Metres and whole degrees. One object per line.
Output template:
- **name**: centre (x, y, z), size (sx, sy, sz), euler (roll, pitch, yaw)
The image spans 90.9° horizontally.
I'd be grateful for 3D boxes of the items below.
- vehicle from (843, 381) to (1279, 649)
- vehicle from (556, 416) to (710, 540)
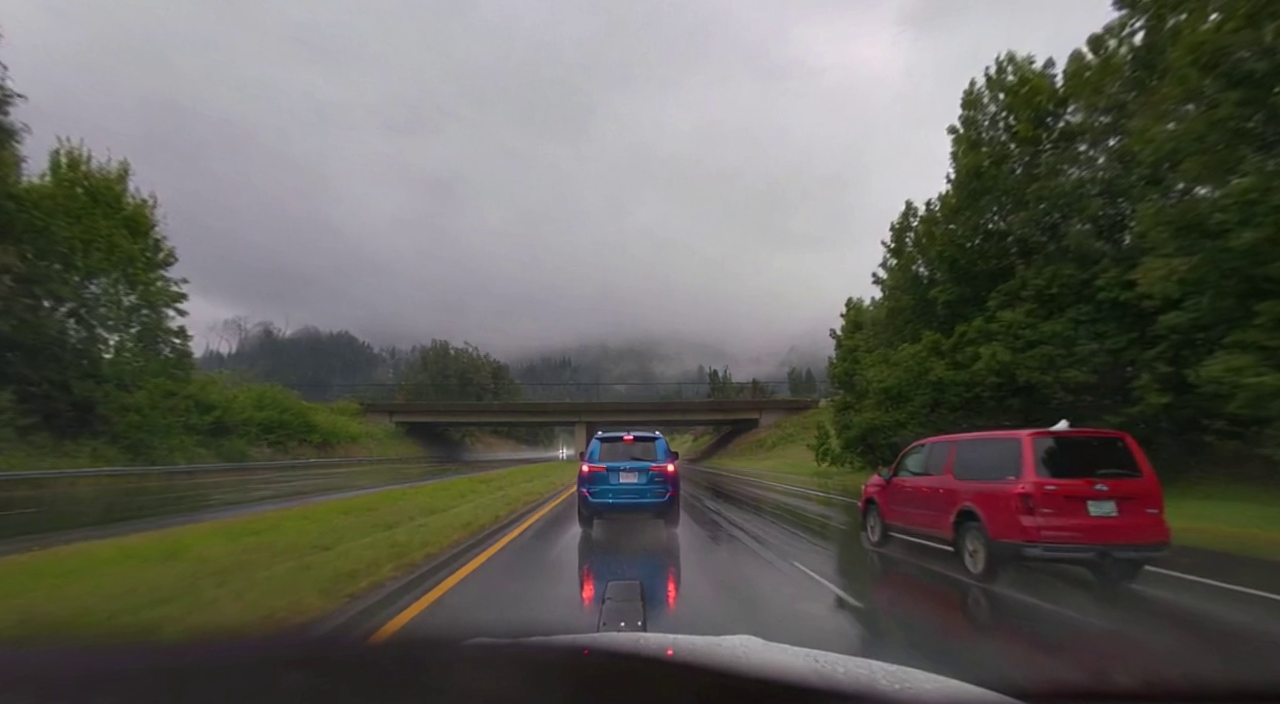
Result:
- **vehicle**: centre (3.960, 1.439, 6.577), size (2.043, 1.767, 4.620), euler (0, -9, -1)
- **vehicle**: centre (-0.123, 2.201, 11.480), size (2.288, 1.823, 4.059), euler (0, -9, -1)
